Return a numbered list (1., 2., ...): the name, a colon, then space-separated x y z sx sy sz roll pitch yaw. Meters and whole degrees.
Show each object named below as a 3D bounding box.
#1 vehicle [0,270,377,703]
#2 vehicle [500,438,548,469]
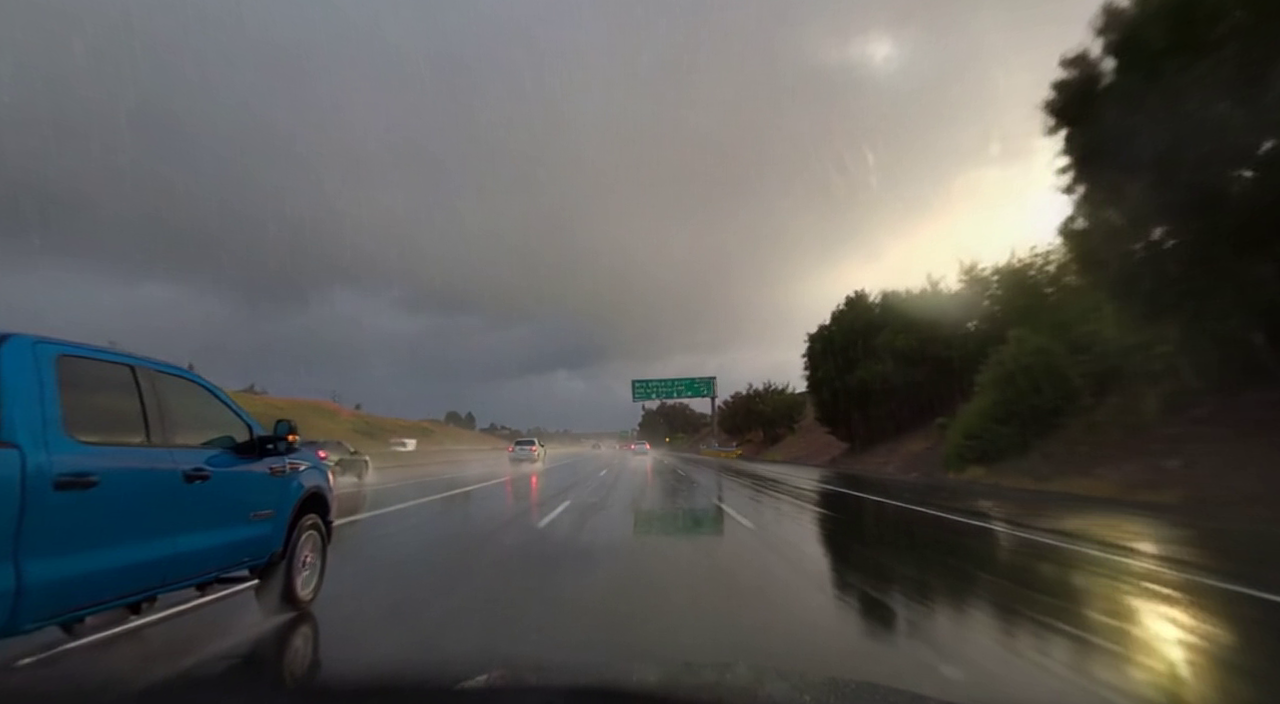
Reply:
1. vehicle: -3.852 0.764 3.237 2.339 2.004 6.171 0 -9 0
2. vehicle: -7.729 6.842 42.608 2.260 1.917 5.499 0 -9 -1
